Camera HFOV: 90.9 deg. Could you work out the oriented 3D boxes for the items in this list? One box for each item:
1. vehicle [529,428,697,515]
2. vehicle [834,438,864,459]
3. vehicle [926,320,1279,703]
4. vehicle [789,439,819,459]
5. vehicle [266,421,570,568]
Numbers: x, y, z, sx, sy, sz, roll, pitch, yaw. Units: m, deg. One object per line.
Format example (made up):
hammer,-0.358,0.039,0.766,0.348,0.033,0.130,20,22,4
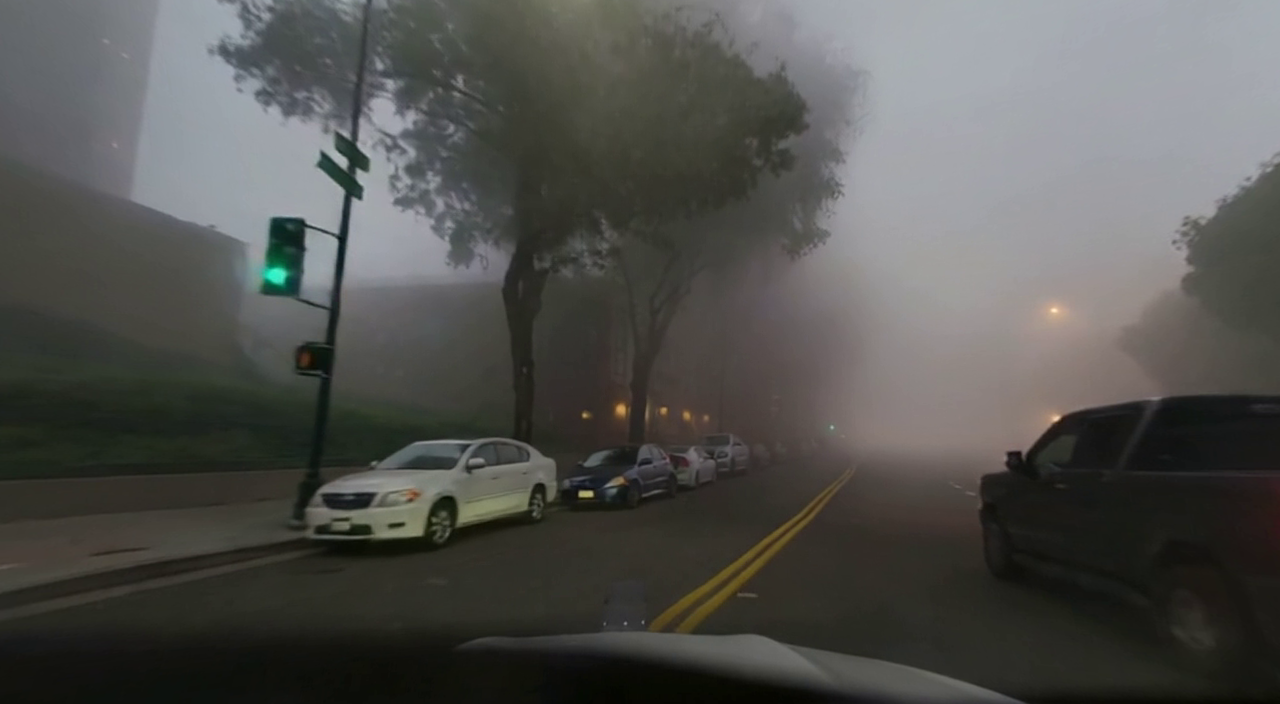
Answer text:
vehicle,-0.386,2.689,14.791,2.179,1.658,4.765,-3,-9,21
vehicle,15.760,7.228,47.341,1.852,1.465,4.092,-3,-9,21
vehicle,4.414,1.040,4.563,2.411,1.899,5.993,-1,-8,6
vehicle,12.766,7.510,48.844,1.842,1.497,4.238,-3,-9,20
vehicle,-2.905,1.939,9.454,1.922,1.628,4.291,-3,-9,20
